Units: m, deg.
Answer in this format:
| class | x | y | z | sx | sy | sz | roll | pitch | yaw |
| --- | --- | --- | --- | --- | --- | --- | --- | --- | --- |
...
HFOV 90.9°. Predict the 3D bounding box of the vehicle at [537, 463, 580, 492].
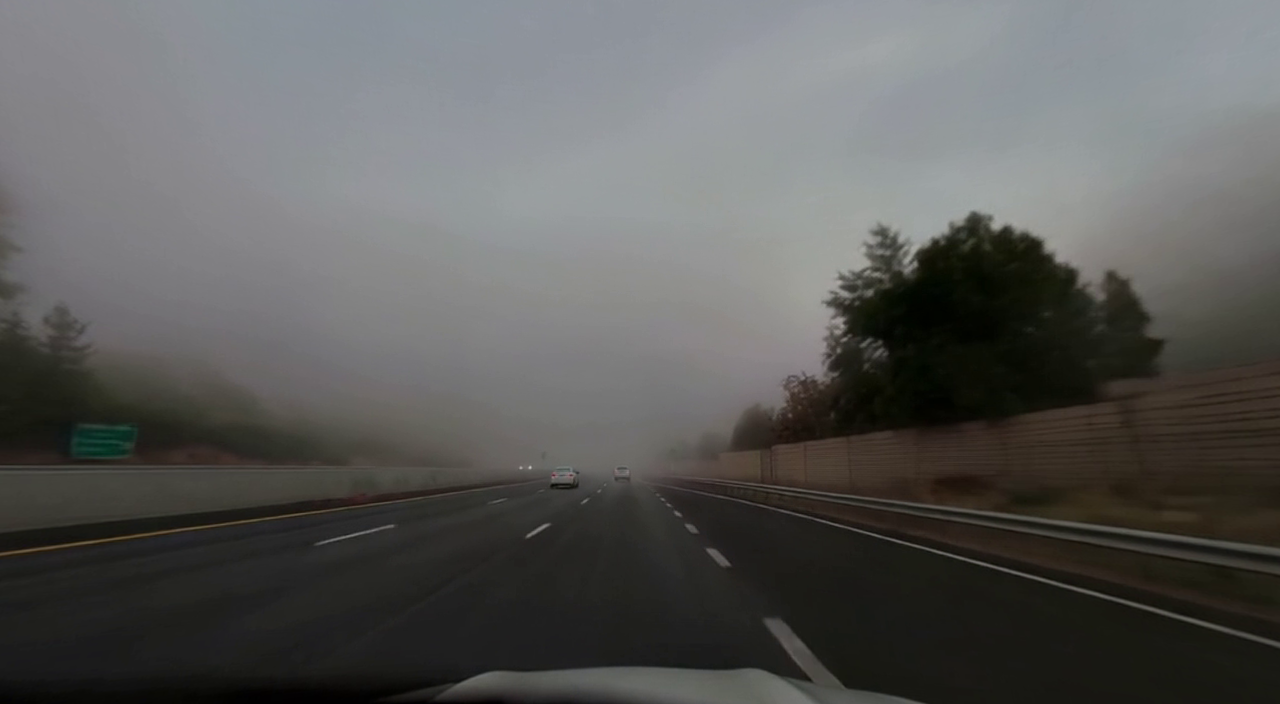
| class | x | y | z | sx | sy | sz | roll | pitch | yaw |
| --- | --- | --- | --- | --- | --- | --- | --- | --- | --- |
| vehicle | -4.885 | 7.607 | 38.338 | 2.039 | 1.605 | 4.365 | 1 | -10 | 0 |
